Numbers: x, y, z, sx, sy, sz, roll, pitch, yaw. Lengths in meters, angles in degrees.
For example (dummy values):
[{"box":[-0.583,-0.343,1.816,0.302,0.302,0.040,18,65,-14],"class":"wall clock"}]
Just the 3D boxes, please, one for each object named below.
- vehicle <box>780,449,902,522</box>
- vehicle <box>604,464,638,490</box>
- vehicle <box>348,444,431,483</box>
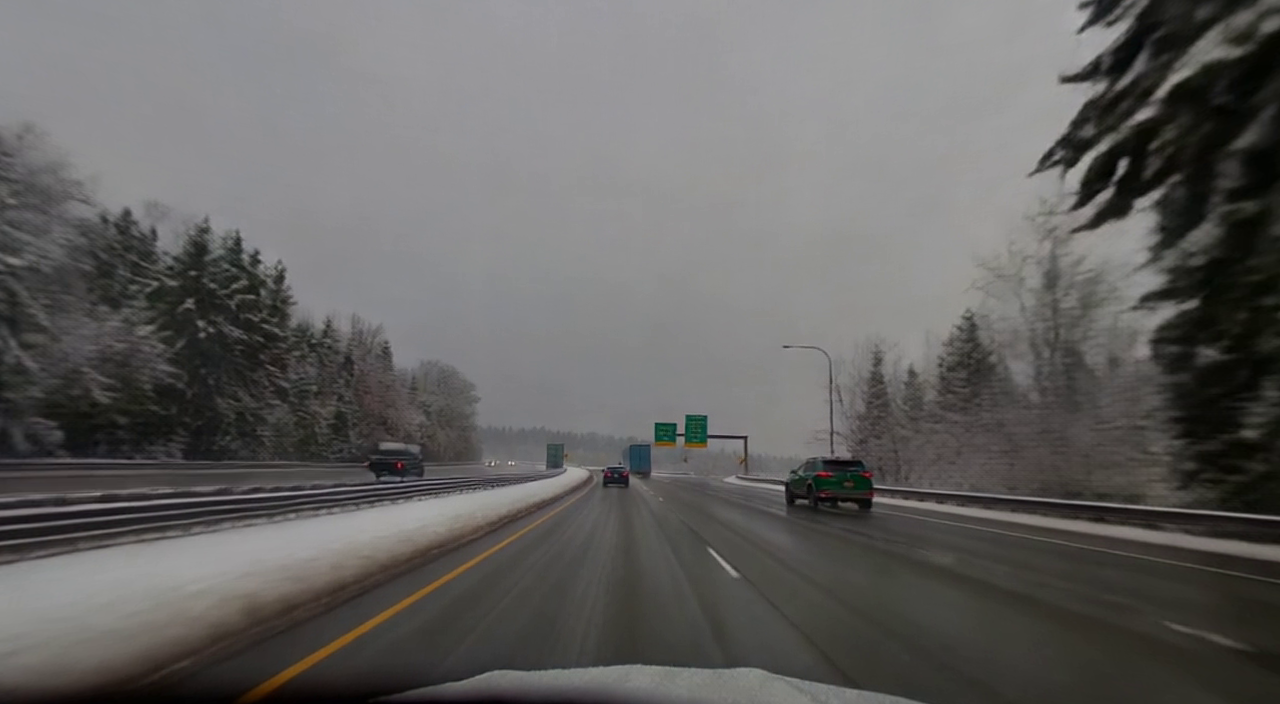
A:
[{"box":[5.654,3.845,18.482,1.998,1.776,4.663,2,-10,-1],"class":"vehicle"},{"box":[-1.194,7.654,38.802,1.987,1.467,3.903,2,-10,-2],"class":"vehicle"},{"box":[-11.704,5.295,29.848,1.952,1.618,4.859,2,-10,-1],"class":"vehicle"}]
